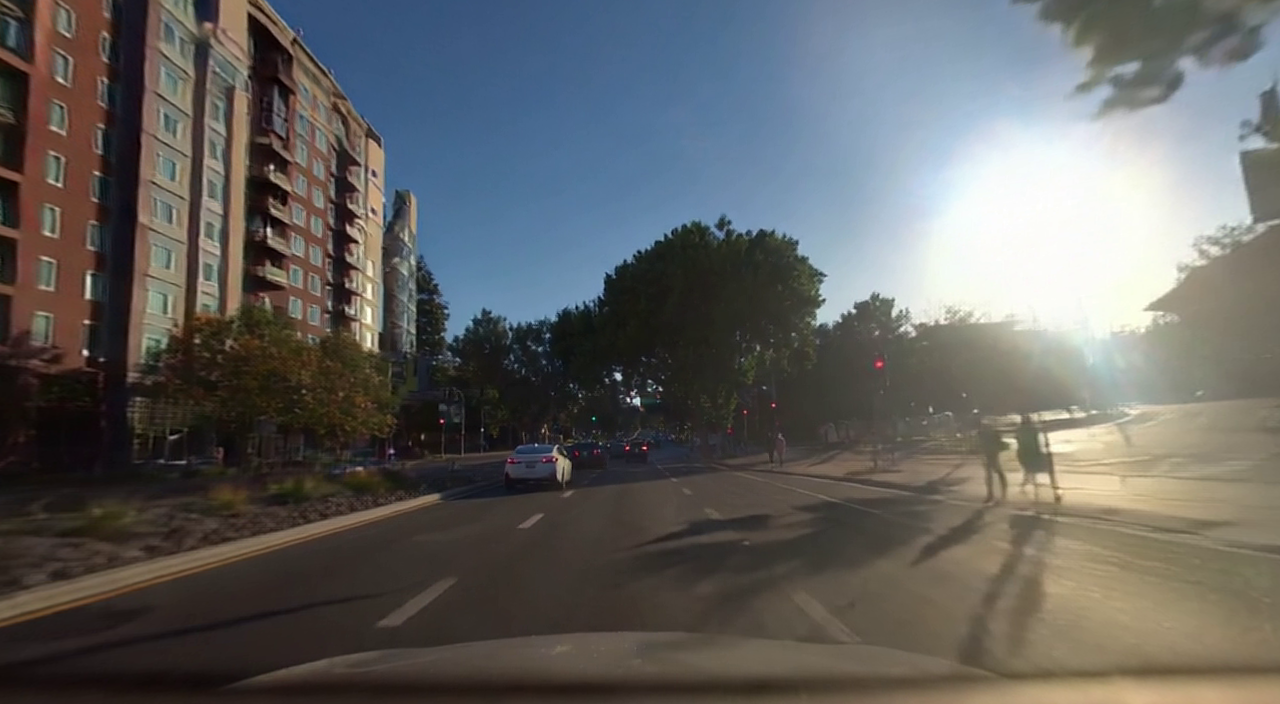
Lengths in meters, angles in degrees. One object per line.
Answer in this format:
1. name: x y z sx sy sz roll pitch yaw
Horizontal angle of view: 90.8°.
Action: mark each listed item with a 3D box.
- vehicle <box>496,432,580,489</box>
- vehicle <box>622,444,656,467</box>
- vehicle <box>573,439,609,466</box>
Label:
1. vehicle: -3.340 3.679 21.633 2.116 1.725 4.315 0 -9 1
2. vehicle: -0.064 6.711 41.086 2.095 1.438 3.843 0 -9 0
3. vehicle: -3.451 7.174 45.175 2.152 1.802 4.628 0 -9 0
